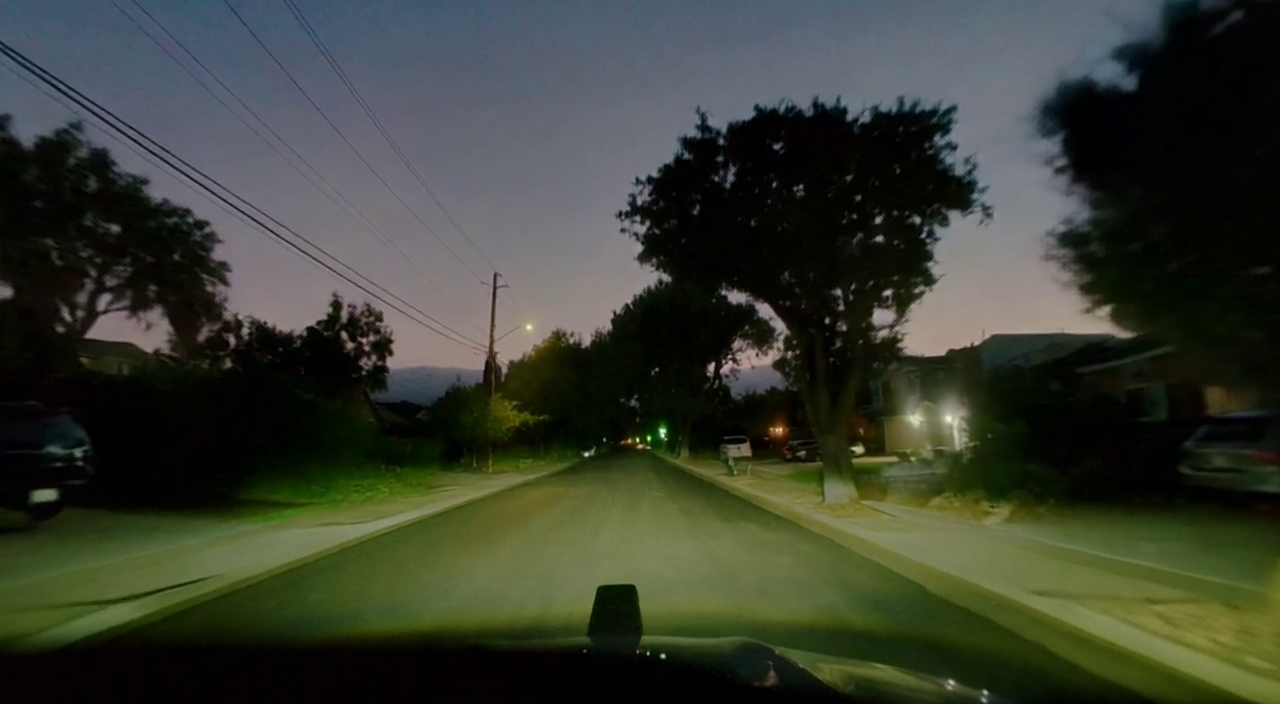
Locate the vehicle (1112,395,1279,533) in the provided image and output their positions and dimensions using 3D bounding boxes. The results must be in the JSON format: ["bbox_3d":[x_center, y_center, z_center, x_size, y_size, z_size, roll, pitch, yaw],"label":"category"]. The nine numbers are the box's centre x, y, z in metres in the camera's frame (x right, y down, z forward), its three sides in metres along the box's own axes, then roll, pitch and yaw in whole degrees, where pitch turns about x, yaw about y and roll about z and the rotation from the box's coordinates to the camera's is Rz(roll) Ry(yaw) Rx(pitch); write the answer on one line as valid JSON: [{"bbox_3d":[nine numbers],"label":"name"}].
[{"bbox_3d":[9.779,1.532,8.933,4.582,1.719,1.947,0,-8,0],"label":"vehicle"}]

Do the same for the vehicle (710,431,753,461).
[{"bbox_3d":[6.664,6.890,46.455,2.233,1.923,4.848,-3,-8,-2],"label":"vehicle"}]

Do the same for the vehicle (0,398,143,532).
[{"bbox_3d":[-11.846,1.794,10.275,5.320,1.905,2.455,0,-8,-2],"label":"vehicle"}]

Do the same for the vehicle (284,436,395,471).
[{"bbox_3d":[-13.810,4.694,29.264,4.190,1.529,1.880,0,-8,-4],"label":"vehicle"}]

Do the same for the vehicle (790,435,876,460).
[{"bbox_3d":[11.916,5.916,39.158,4.686,1.466,1.869,0,-8,-1],"label":"vehicle"}]
